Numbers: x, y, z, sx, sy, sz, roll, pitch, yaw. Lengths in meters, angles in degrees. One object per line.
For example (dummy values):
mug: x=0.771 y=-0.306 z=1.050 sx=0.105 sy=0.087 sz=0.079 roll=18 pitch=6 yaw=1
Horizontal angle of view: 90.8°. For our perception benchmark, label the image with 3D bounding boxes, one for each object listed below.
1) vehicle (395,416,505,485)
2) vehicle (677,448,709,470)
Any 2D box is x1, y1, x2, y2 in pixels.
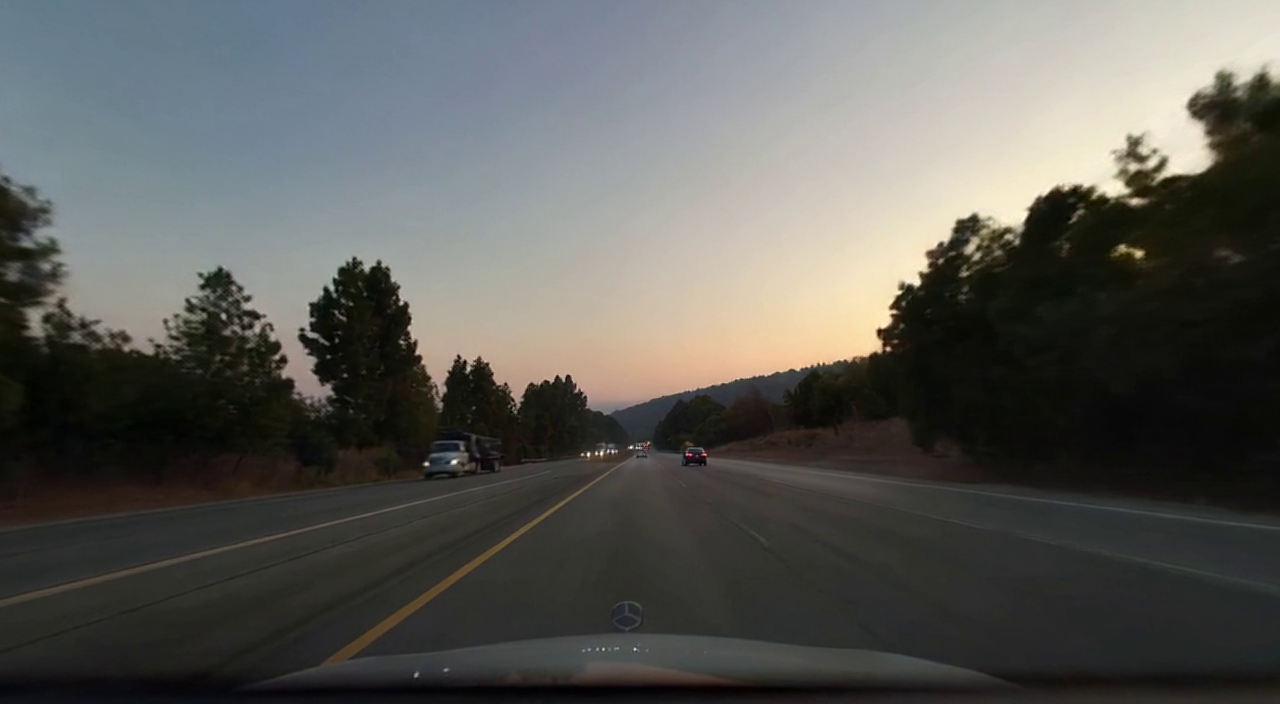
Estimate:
vehicle: x=-12.733 y=6.919 z=44.267 sx=3.267 sy=4.040 sz=13.923 roll=0 pitch=-9 yaw=0
vehicle: x=4.024 y=8.120 z=48.185 sx=2.013 sy=1.584 sz=3.995 roll=0 pitch=-9 yaw=-1
